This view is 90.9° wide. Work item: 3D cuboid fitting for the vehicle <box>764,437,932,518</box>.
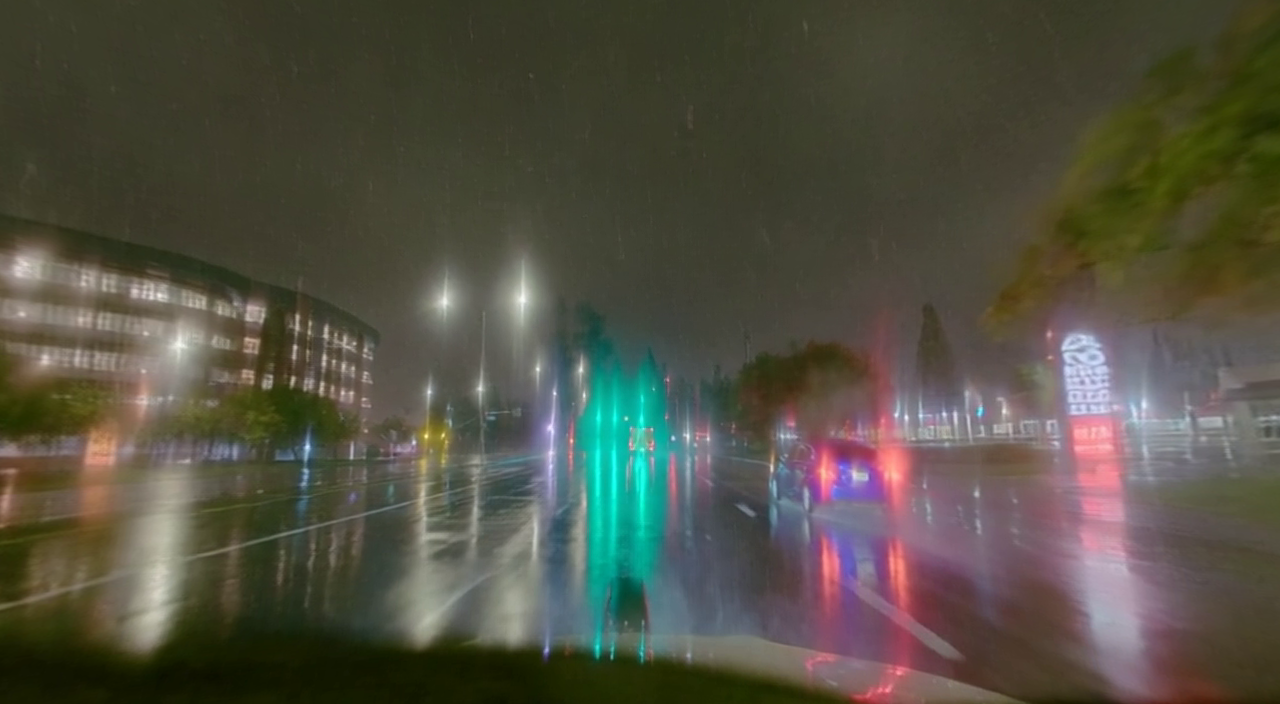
[{"bbox_3d":[4.246,2.628,13.831,2.005,1.442,4.675,0,-8,-1],"label":"vehicle"}]
